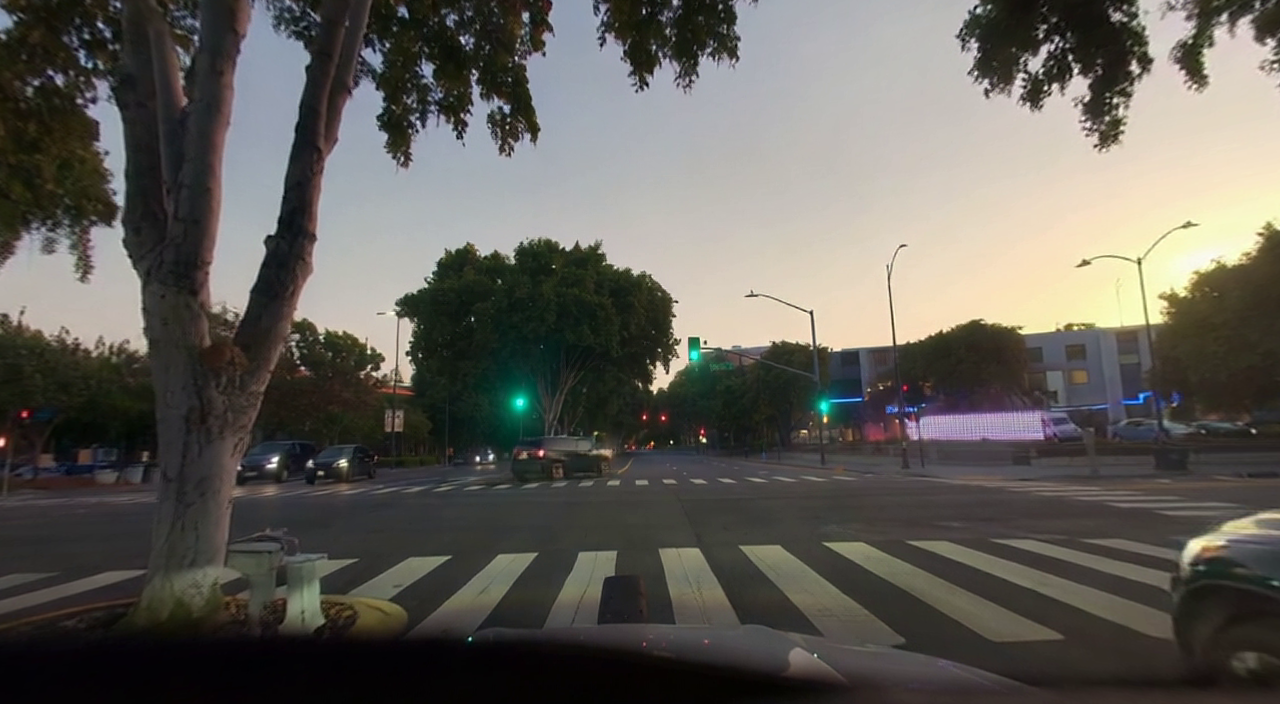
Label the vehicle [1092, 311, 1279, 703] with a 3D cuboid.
[{"bbox_3d":[3.600,0.554,1.205,2.301,1.767,4.289,0,-8,1],"label":"vehicle"}]

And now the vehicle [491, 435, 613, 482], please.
[{"bbox_3d":[-3.355,4.153,24.978,2.153,1.658,4.569,-7,-10,37],"label":"vehicle"}]

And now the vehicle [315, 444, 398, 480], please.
[{"bbox_3d":[-14.869,5.751,33.372,2.169,1.753,4.640,0,-8,1],"label":"vehicle"}]

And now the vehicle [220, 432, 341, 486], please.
[{"bbox_3d":[-18.625,5.546,33.123,2.557,2.580,5.856,-1,-8,4],"label":"vehicle"}]
